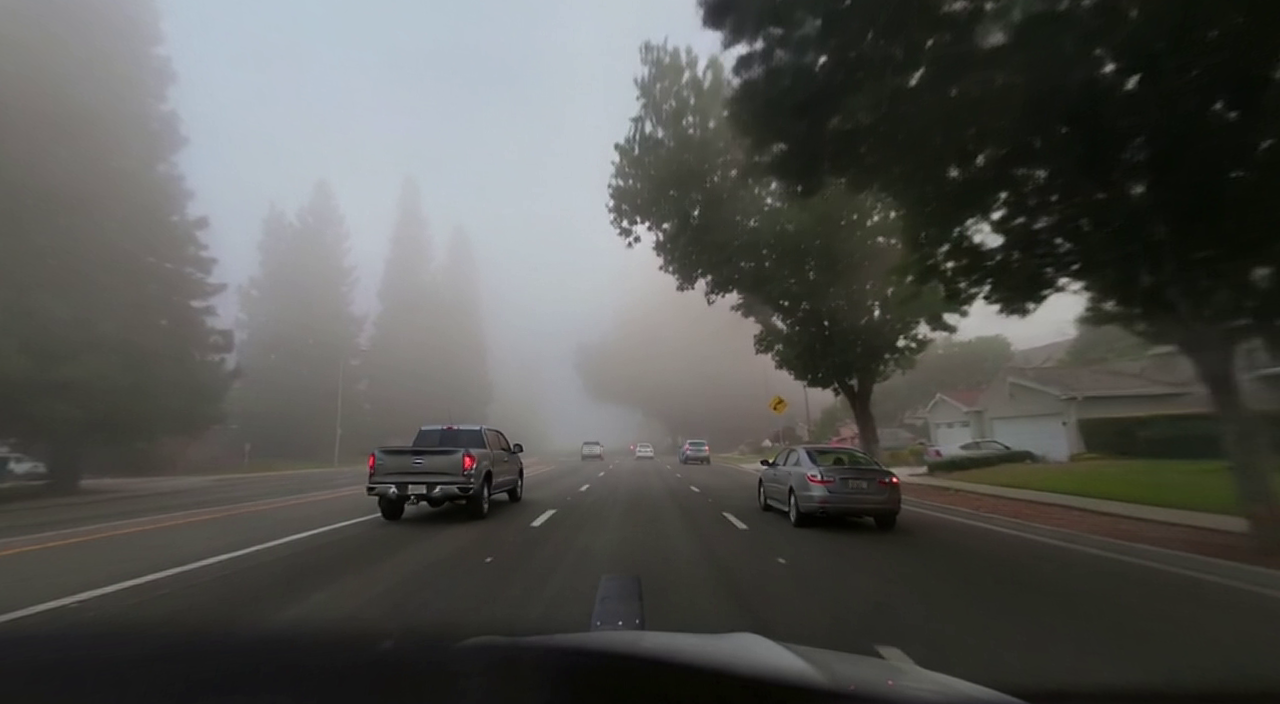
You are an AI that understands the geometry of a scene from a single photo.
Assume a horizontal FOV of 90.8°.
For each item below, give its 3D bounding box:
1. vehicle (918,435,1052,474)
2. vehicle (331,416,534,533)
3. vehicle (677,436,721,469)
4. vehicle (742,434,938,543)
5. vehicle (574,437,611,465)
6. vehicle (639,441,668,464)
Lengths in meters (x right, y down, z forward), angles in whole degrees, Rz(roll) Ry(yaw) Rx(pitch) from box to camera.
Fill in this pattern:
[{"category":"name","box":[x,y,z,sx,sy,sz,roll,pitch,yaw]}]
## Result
[{"category":"vehicle","box":[13.796,4.111,25.477,4.300,1.487,1.877,0,-8,3]},{"category":"vehicle","box":[-3.579,2.225,12.232,2.111,1.745,5.274,0,-8,0]},{"category":"vehicle","box":[3.462,6.005,37.956,2.099,1.845,4.363,0,-8,-2]},{"category":"vehicle","box":[3.065,2.161,10.735,1.884,1.463,4.195,0,-8,-1]},{"category":"vehicle","box":[-3.290,6.919,44.341,2.218,1.829,4.492,0,-8,0]},{"category":"vehicle","box":[1.000,7.560,47.880,1.997,1.636,3.760,0,-8,-2]}]
